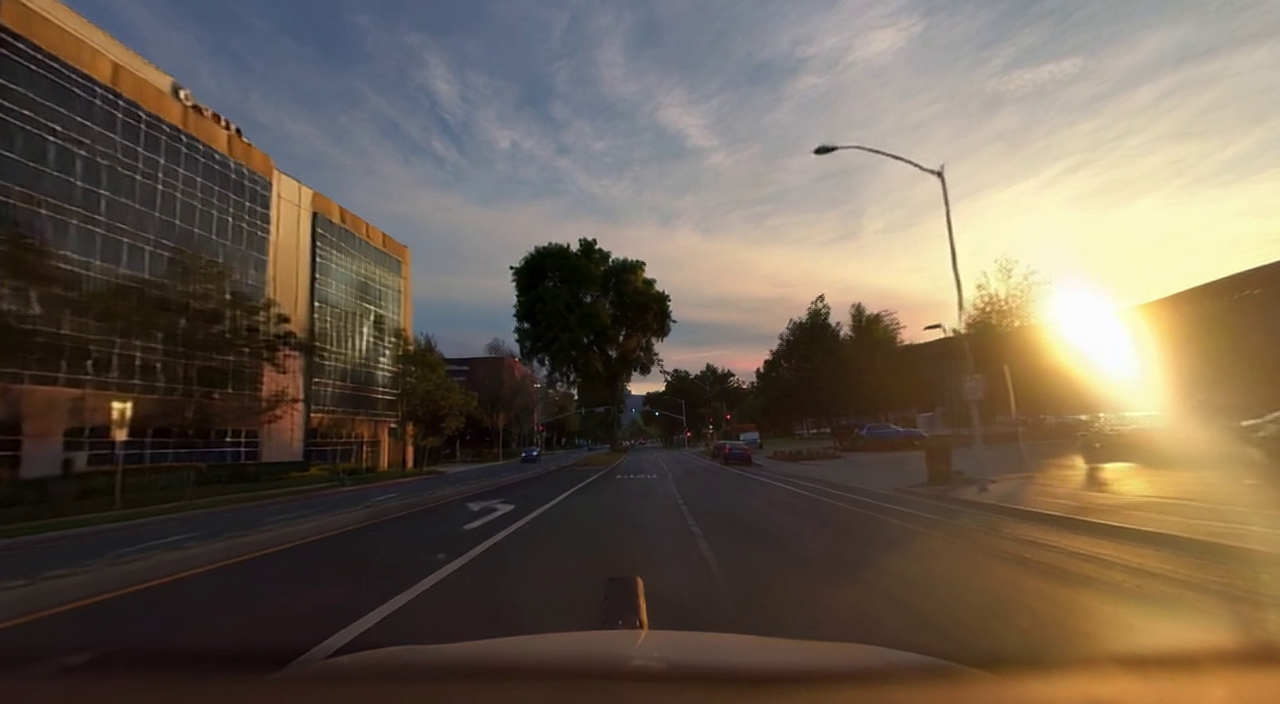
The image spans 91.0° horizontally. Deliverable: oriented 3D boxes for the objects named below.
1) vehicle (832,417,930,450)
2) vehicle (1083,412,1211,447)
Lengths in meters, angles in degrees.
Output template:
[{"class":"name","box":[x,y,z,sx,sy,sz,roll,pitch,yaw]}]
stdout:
[{"class":"vehicle","box":[16.061,5.498,42.201,5.546,2.117,2.443,0,-9,0]},{"class":"vehicle","box":[24.000,3.780,30.045,1.943,1.531,4.579,1,-9,-7]}]
